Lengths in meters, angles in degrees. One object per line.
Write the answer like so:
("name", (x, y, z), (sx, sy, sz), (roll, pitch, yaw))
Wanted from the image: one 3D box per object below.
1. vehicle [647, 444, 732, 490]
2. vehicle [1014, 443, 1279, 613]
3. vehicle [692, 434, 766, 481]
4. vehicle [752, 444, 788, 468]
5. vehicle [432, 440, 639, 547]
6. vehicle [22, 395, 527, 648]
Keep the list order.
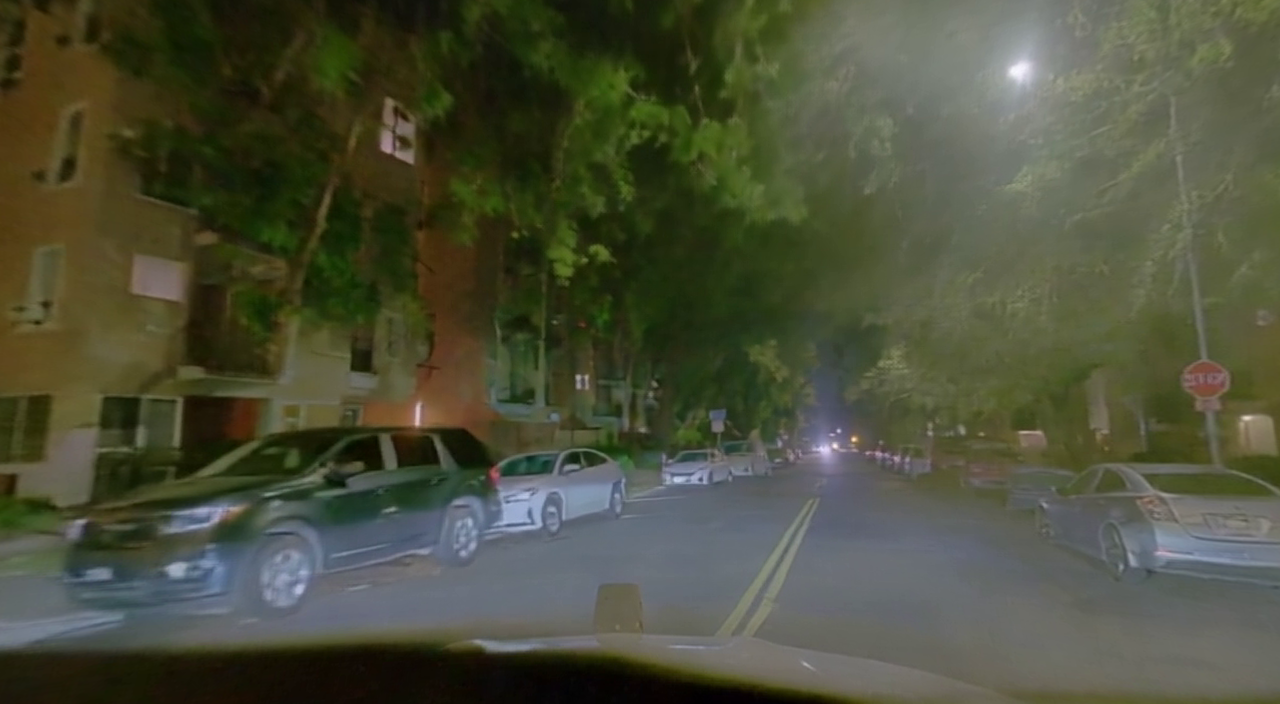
("vehicle", (1.879, 4.052, 22.672), (1.921, 1.463, 4.313), (-3, -9, 20))
("vehicle", (6.277, 1.829, 7.551), (2.084, 1.441, 4.402), (-2, -9, 17))
("vehicle", (4.157, 4.696, 28.616), (2.229, 1.869, 5.791), (-4, -8, 18))
("vehicle", (8.729, 6.875, 42.045), (1.939, 1.513, 4.401), (-2, -9, 16))
("vehicle", (-1.599, 2.398, 11.635), (1.902, 1.478, 4.696), (-3, -8, 16))
("vehicle", (-3.199, 1.535, 6.917), (1.946, 1.744, 4.584), (-3, -9, 17))
